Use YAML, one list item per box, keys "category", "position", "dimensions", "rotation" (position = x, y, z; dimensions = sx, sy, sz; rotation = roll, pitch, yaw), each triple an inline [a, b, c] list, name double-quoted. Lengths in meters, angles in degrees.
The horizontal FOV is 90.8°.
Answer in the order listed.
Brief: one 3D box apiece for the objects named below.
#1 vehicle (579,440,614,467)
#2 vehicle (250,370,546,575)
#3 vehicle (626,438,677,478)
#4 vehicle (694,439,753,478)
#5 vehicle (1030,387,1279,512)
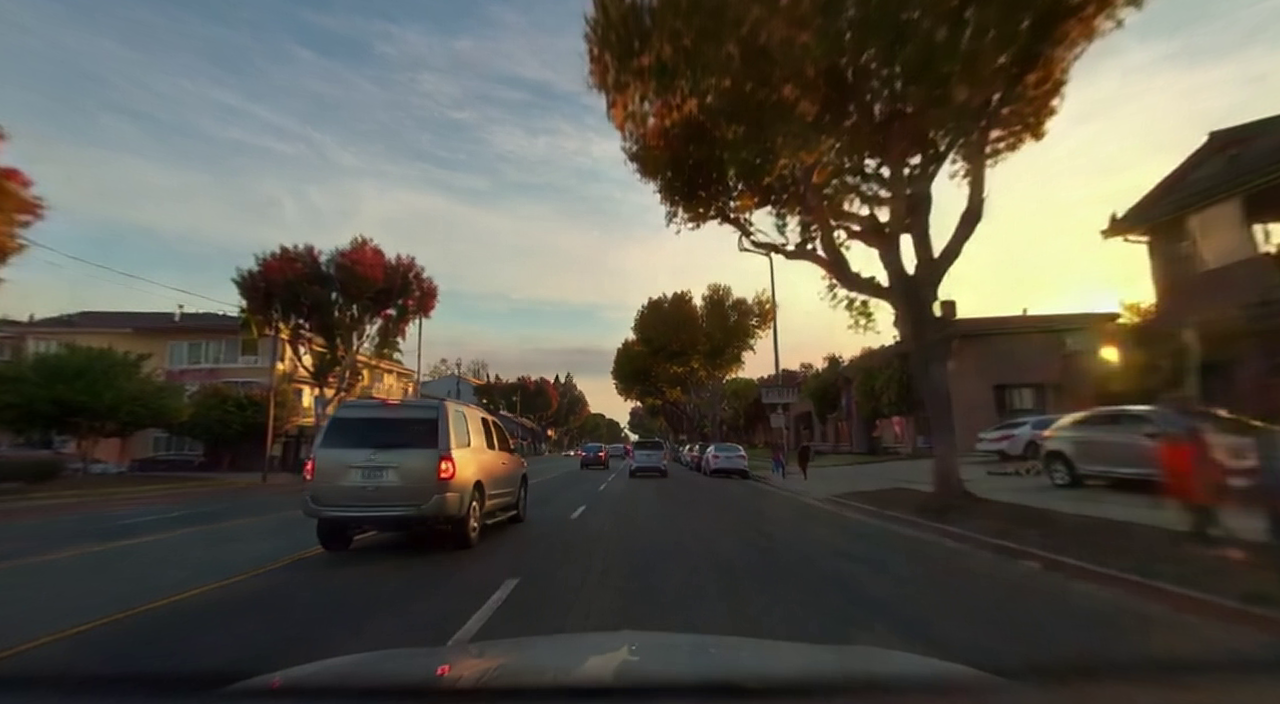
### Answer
- category: "vehicle"
  position: [-2.896, 6.870, 42.909]
  dimensions: [2.028, 1.689, 4.162]
  rotation: [0, -9, 1]
- category: "vehicle"
  position: [-2.896, 1.620, 9.188]
  dimensions: [2.213, 2.123, 5.124]
  rotation: [0, -9, 0]
- category: "vehicle"
  position: [0.484, 4.761, 28.641]
  dimensions: [2.126, 1.657, 4.132]
  rotation: [0, -9, 0]
- category: "vehicle"
  position: [3.803, 4.947, 29.664]
  dimensions: [1.947, 1.646, 4.782]
  rotation: [0, -9, -2]
- category: "vehicle"
  position: [10.589, 1.910, 12.580]
  dimensions: [2.062, 1.897, 5.751]
  rotation: [0, -8, 1]
